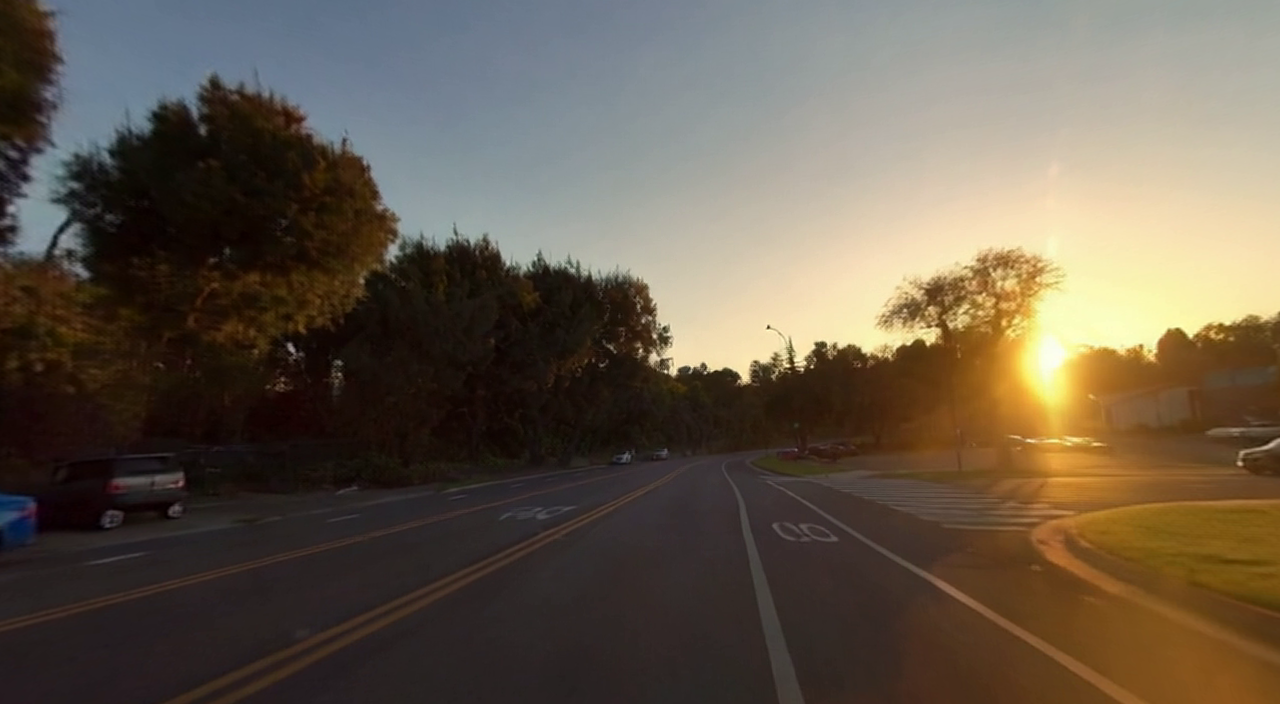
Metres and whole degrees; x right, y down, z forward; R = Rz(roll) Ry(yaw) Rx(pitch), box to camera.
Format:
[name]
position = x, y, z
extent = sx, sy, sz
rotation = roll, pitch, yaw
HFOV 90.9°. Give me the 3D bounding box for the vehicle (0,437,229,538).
[vehicle]
position = -11.973, 2.955, 13.829
extent = 4.601, 1.730, 2.035
rotation = -6, -9, 2
